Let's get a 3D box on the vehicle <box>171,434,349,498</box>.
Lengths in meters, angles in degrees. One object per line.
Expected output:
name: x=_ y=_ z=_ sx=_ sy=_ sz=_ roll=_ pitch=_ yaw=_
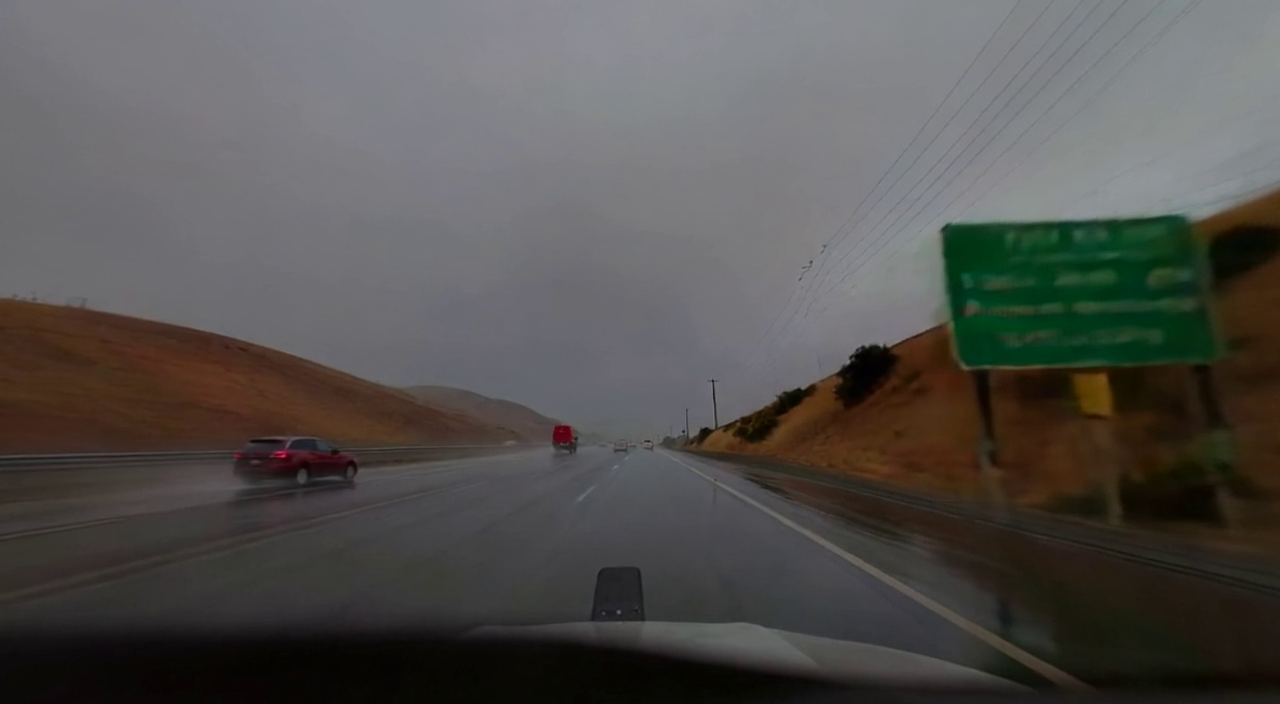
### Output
vehicle: x=-10.553 y=3.182 z=18.045 sx=1.971 sy=1.558 sz=4.847 roll=0 pitch=-9 yaw=1
